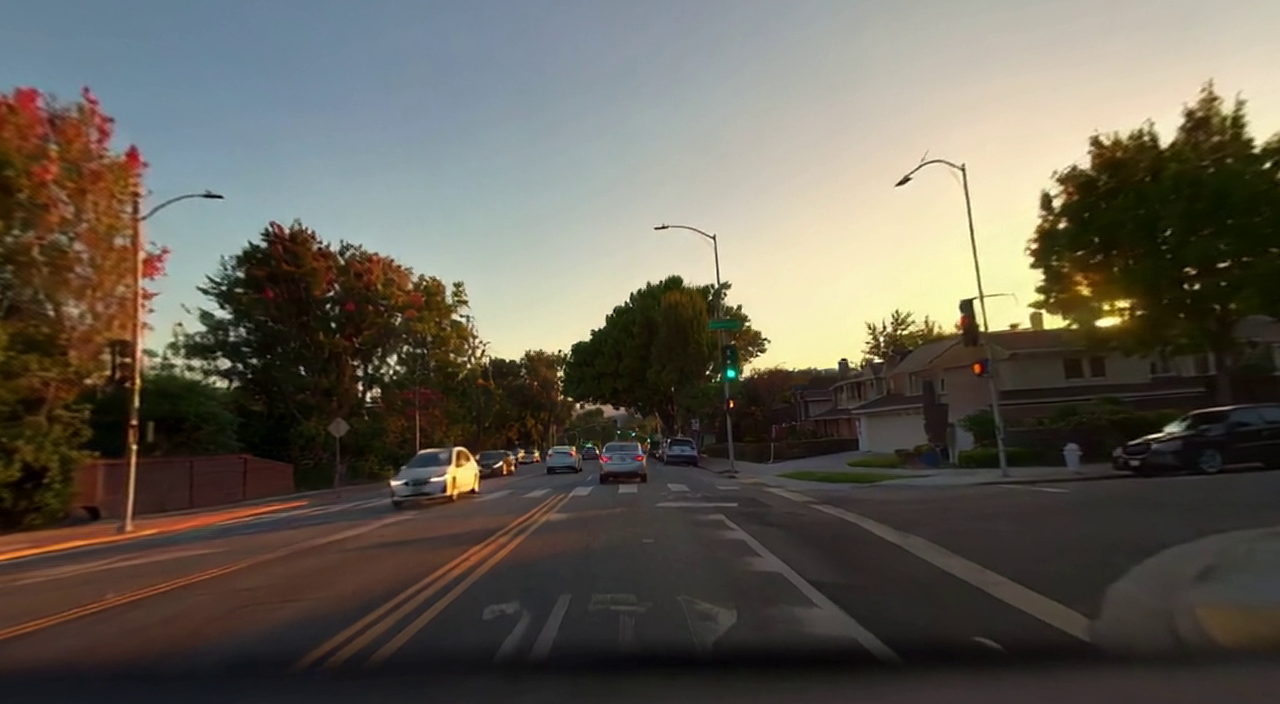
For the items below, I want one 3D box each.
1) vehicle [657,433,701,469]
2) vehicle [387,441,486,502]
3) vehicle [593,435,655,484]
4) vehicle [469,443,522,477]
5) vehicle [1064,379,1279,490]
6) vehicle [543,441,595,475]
[{"bbox_3d":[2.172,5.707,36.592,2.119,1.884,4.567,0,-8,-2],"label":"vehicle"},{"bbox_3d":[-6.627,3.886,21.090,1.958,1.706,4.281,-3,-8,-1],"label":"vehicle"},{"bbox_3d":[-0.596,3.886,23.110,2.041,1.575,4.304,-1,-8,-2],"label":"vehicle"},{"bbox_3d":[-9.522,7.136,42.017,2.105,1.858,4.903,-7,-8,0],"label":"vehicle"},{"bbox_3d":[13.125,1.694,13.497,6.141,2.000,2.552,-3,-9,1],"label":"vehicle"},{"bbox_3d":[-3.388,5.166,31.006,2.117,1.528,4.277,-1,-8,0],"label":"vehicle"}]
